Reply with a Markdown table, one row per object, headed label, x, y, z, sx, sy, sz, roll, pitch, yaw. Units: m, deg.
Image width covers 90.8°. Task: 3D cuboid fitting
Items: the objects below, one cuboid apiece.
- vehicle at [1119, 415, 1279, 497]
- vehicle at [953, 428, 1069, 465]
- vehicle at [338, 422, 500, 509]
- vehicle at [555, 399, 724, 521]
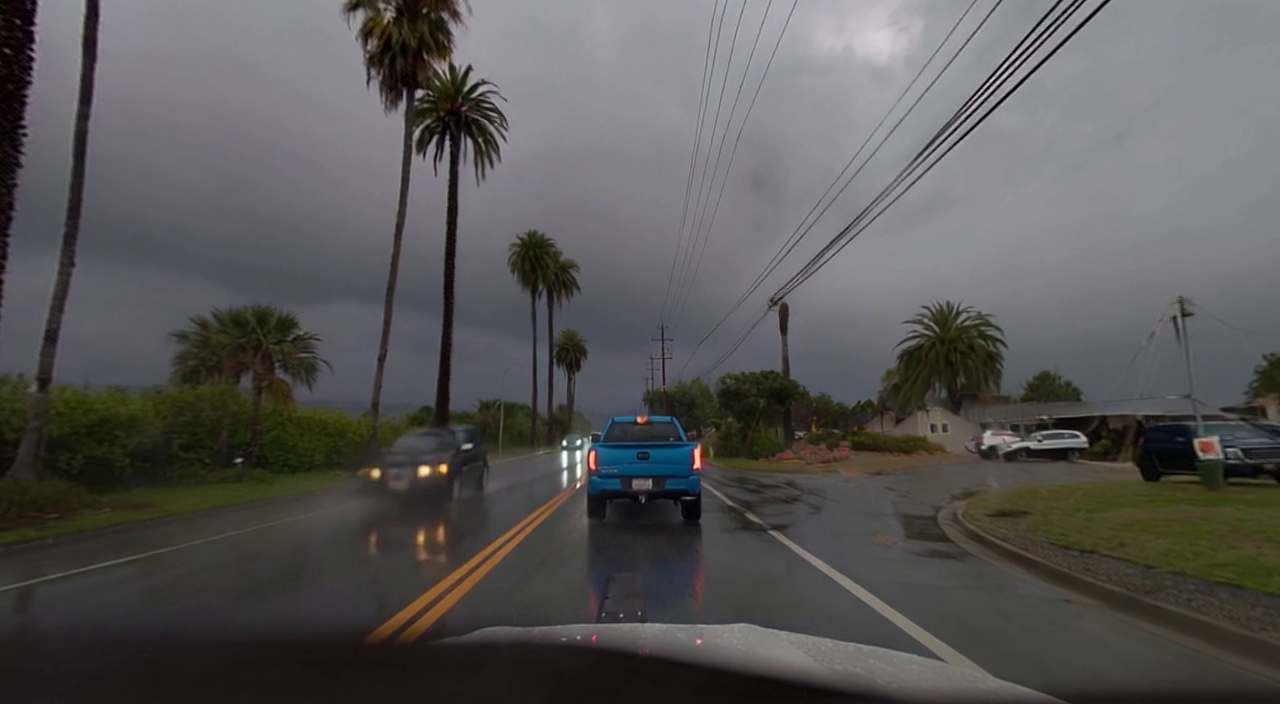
| label | x | y | z | sx | sy | sz | roll | pitch | yaw |
| --- | --- | --- | --- | --- | --- | --- | --- | --- | --- |
| vehicle | 16.077 | 2.870 | 17.791 | 2.338 | 1.917 | 6.076 | -3 | -9 | 20 |
| vehicle | 20.354 | 5.263 | 35.131 | 2.277 | 1.836 | 6.267 | 0 | -9 | -4 |
| vehicle | -5.256 | 2.788 | 16.066 | 2.271 | 1.798 | 5.412 | 0 | -8 | -1 |
| vehicle | 0.013 | 2.266 | 13.714 | 2.848 | 2.047 | 5.885 | 0 | -8 | 0 |
